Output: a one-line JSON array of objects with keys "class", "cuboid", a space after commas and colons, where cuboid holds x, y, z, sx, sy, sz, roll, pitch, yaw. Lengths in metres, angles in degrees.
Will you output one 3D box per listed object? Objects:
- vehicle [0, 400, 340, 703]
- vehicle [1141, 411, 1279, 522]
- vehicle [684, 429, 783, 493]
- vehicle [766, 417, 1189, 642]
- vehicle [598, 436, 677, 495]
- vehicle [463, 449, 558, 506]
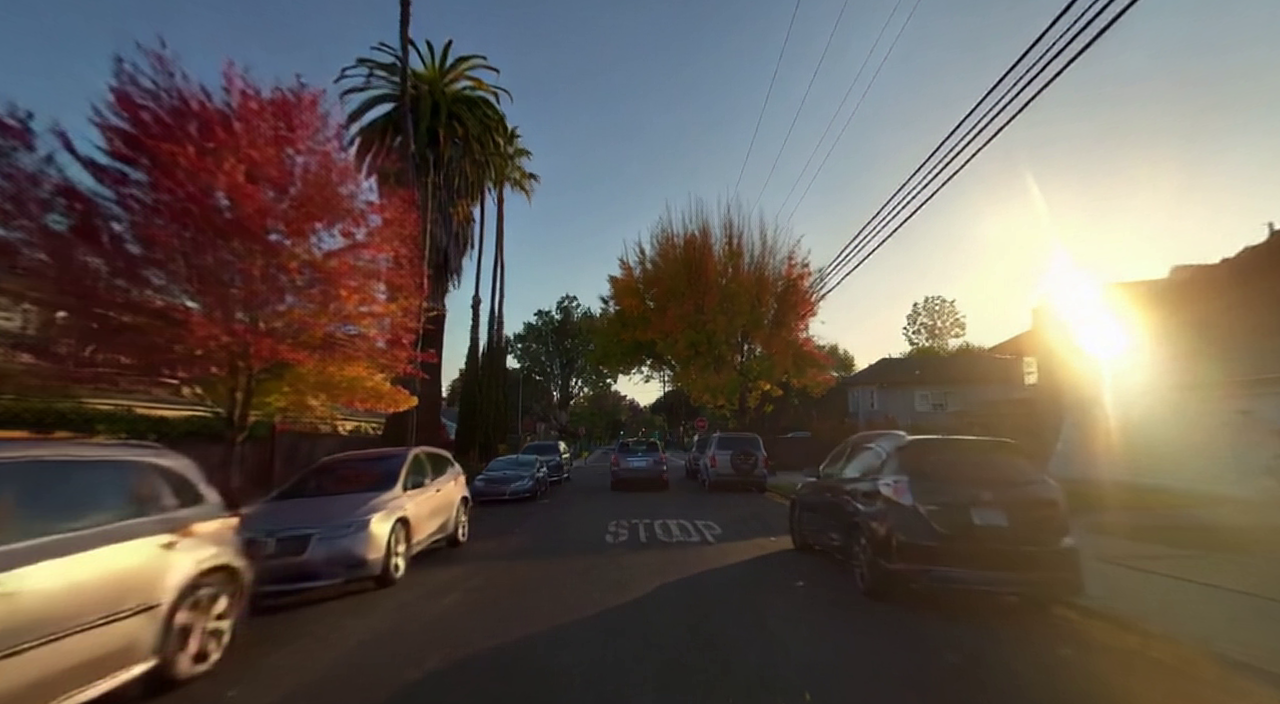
[{"class": "vehicle", "cuboid": [-3.152, 0.968, 2.370, 1.877, 1.521, 4.348, 0, -8, 0]}, {"class": "vehicle", "cuboid": [9.811, 1.562, 8.559, 1.929, 1.517, 4.494, 1, -9, -7]}, {"class": "vehicle", "cuboid": [2.590, 3.176, 18.649, 2.136, 1.650, 4.837, 0, -8, -1]}, {"class": "vehicle", "cuboid": [2.827, 1.562, 6.613, 1.967, 1.563, 4.237, 0, -8, -2]}, {"class": "vehicle", "cuboid": [-0.092, 3.227, 18.275, 2.010, 1.499, 4.107, 0, -8, -1]}, {"class": "vehicle", "cuboid": [-3.299, 3.250, 16.715, 1.728, 1.305, 3.805, 0, -8, 0]}]
